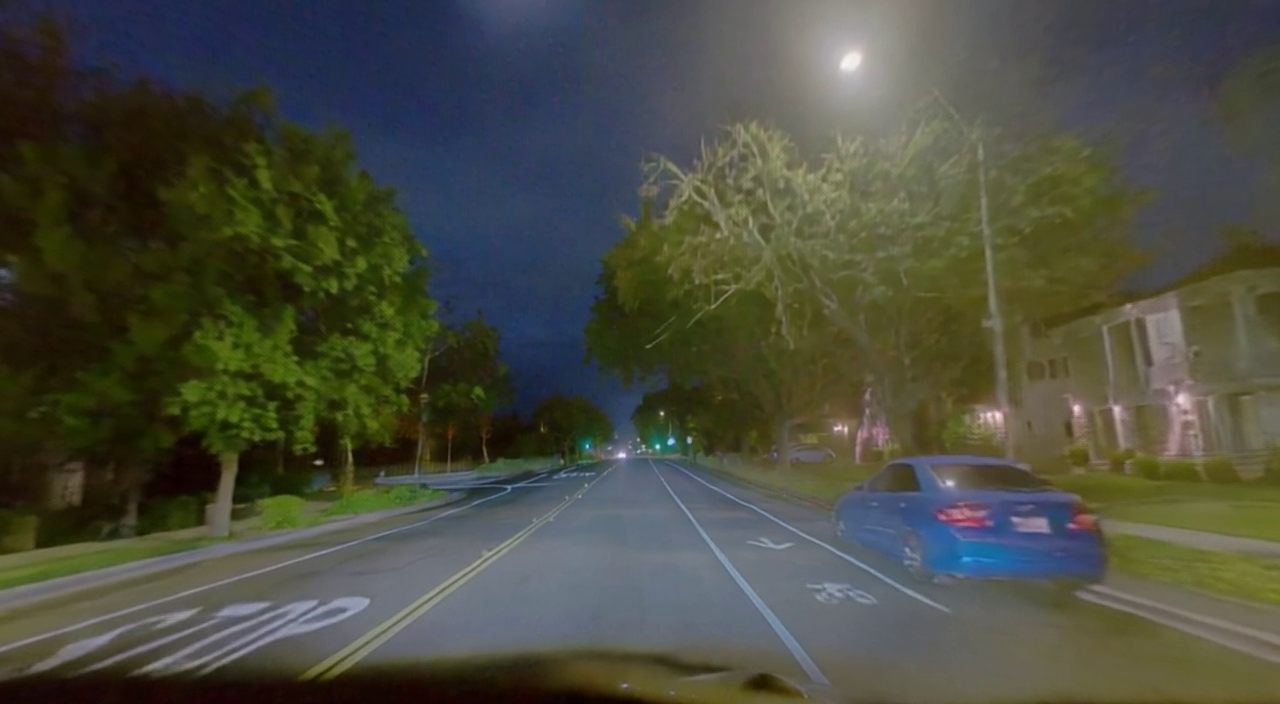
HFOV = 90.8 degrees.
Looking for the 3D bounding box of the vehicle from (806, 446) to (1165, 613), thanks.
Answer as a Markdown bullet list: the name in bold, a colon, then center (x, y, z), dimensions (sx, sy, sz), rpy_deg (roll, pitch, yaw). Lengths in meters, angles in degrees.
- **vehicle**: center (3.722, 1.965, 7.996), dimensions (1.961, 1.472, 4.434), rpy_deg (0, -9, -1)
